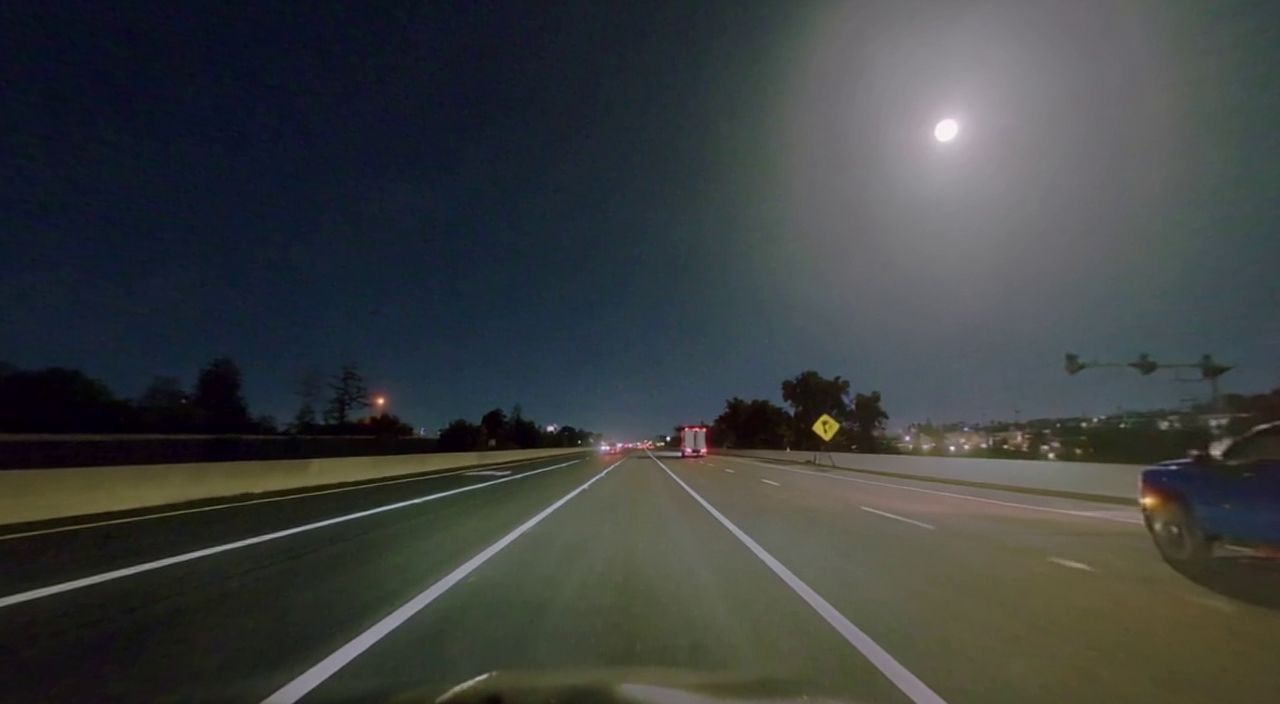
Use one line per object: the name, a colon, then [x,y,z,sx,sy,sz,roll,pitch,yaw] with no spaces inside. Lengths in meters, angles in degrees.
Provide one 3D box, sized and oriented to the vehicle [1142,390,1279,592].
vehicle: [6.677,1.087,4.659,2.096,1.767,4.601,0,-9,0]
